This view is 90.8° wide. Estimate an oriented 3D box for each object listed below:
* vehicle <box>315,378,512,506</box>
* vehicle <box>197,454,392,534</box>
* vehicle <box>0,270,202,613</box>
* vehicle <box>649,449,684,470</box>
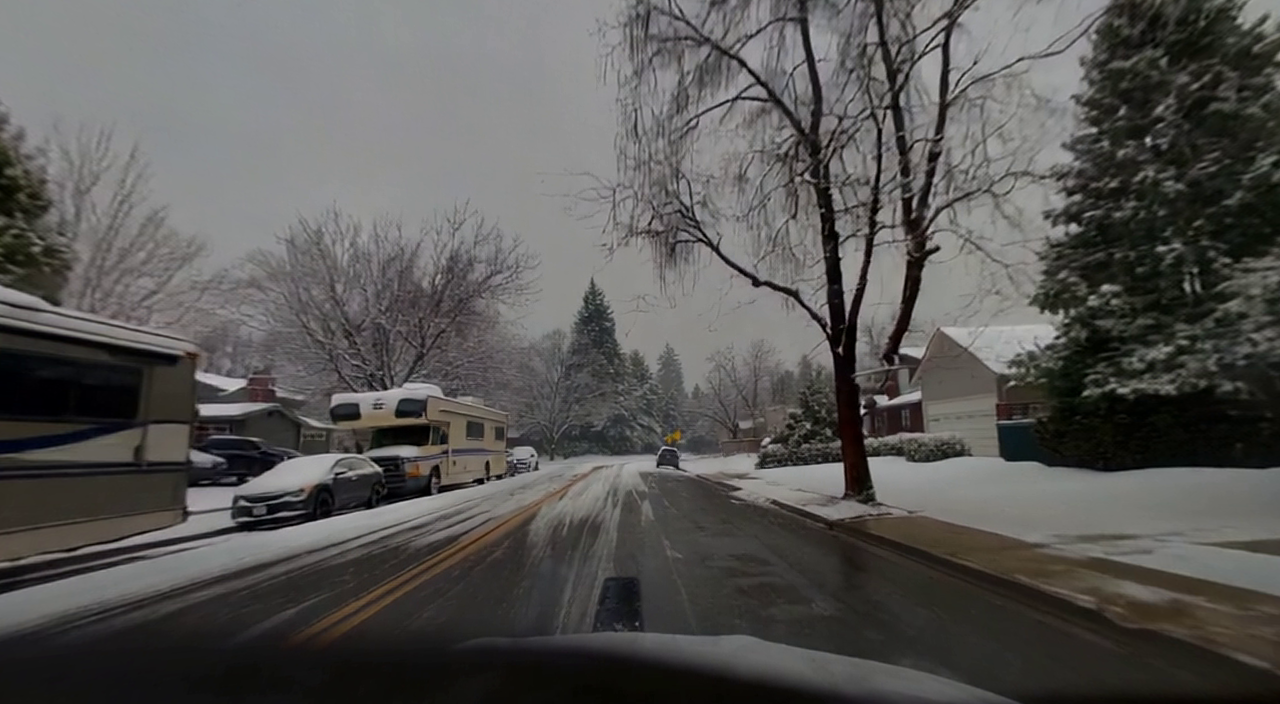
[{"bbox_3d":[-7.432,3.477,23.394,3.103,3.479,11.801,-1,-10,-1],"label":"vehicle"},{"bbox_3d":[-7.462,3.068,14.319,1.932,1.438,4.552,0,-8,-1],"label":"vehicle"},{"bbox_3d":[-7.334,0.533,3.861,2.889,3.119,8.837,0,-8,0],"label":"vehicle"},{"bbox_3d":[1.932,7.978,47.076,2.167,1.479,4.597,1,-8,-3],"label":"vehicle"}]
